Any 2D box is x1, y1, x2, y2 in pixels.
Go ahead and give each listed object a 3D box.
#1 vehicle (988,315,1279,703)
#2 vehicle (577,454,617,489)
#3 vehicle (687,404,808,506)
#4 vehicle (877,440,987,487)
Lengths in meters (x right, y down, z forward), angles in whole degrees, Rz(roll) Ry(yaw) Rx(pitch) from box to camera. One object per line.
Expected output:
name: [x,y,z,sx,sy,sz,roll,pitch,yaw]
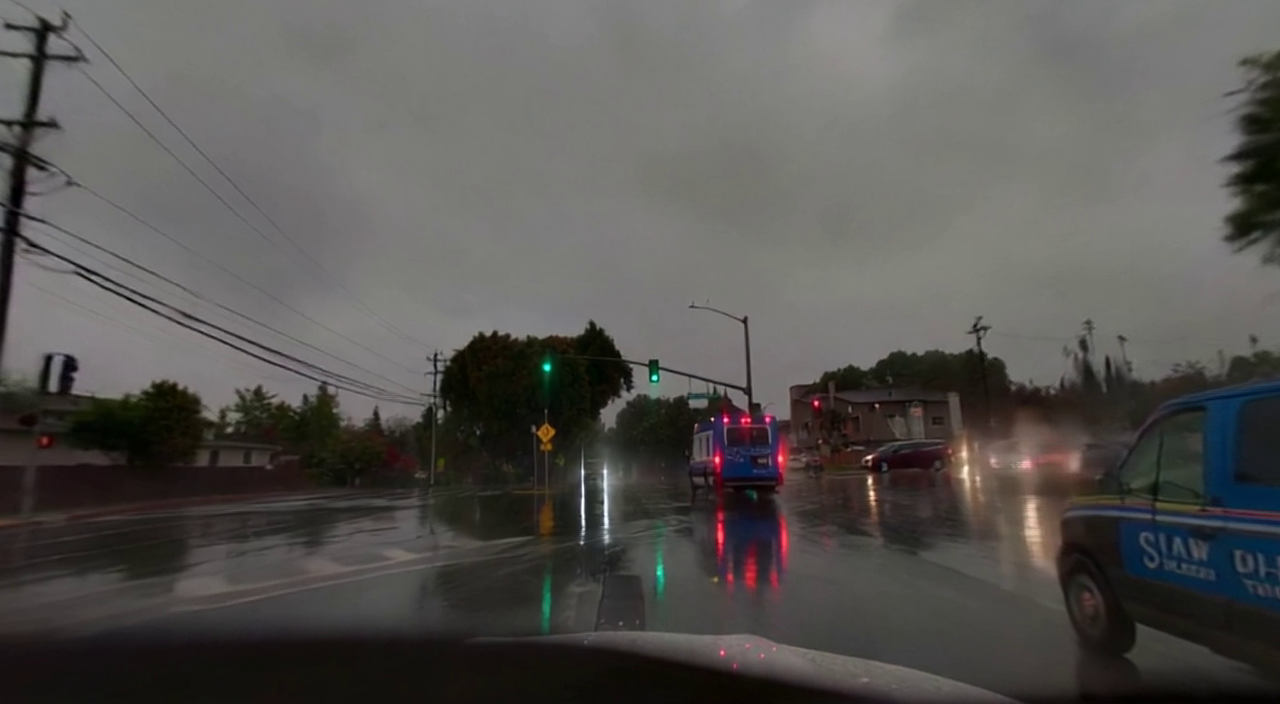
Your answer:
vehicle: [3.987,0.788,2.792,2.194,1.922,4.822,-1,-8,1]
vehicle: [-2.439,6.586,35.082,2.114,1.707,3.725,0,-8,-6]
vehicle: [3.069,3.131,19.586,2.406,2.687,5.521,0,-8,-4]
vehicle: [11.579,4.322,24.895,4.897,1.675,2.032,7,-11,-41]
